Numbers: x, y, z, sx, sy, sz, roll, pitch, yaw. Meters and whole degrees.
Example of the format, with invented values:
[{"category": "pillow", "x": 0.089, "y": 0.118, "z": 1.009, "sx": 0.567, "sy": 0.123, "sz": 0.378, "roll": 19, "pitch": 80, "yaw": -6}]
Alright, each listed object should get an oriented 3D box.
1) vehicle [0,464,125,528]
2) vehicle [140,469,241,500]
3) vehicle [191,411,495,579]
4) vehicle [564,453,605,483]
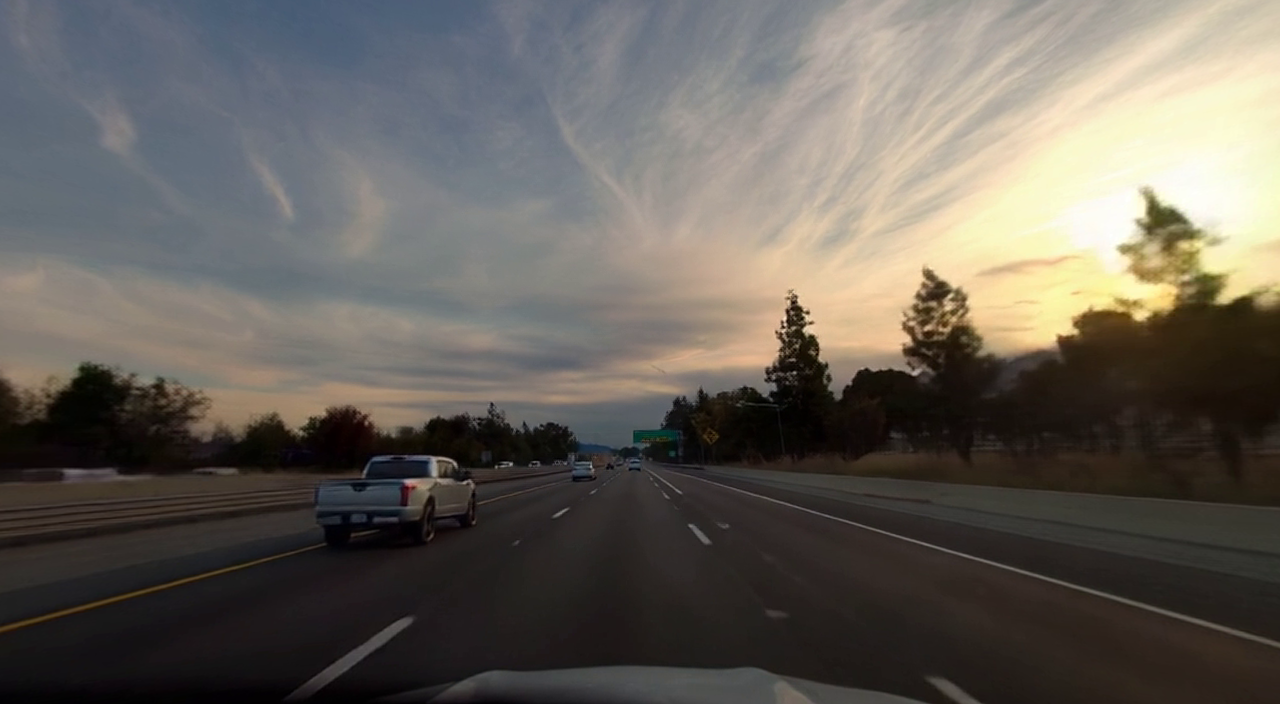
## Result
[{"category": "vehicle", "x": -15.916, "y": 3.608, "z": 16.090, "sx": 1.937, "sy": 1.471, "sz": 4.160, "roll": 1, "pitch": -10, "yaw": 0}, {"category": "vehicle", "x": -23.669, "y": 6.974, "z": 33.435, "sx": 1.868, "sy": 1.442, "sz": 4.620, "roll": 1, "pitch": -10, "yaw": 1}, {"category": "vehicle", "x": -3.950, "y": 2.074, "z": 9.686, "sx": 2.272, "sy": 1.873, "sz": 4.832, "roll": 1, "pitch": -10, "yaw": 0}, {"category": "vehicle", "x": -3.741, "y": 7.999, "z": 43.540, "sx": 2.390, "sy": 1.879, "sz": 4.423, "roll": 1, "pitch": -10, "yaw": 0}]
